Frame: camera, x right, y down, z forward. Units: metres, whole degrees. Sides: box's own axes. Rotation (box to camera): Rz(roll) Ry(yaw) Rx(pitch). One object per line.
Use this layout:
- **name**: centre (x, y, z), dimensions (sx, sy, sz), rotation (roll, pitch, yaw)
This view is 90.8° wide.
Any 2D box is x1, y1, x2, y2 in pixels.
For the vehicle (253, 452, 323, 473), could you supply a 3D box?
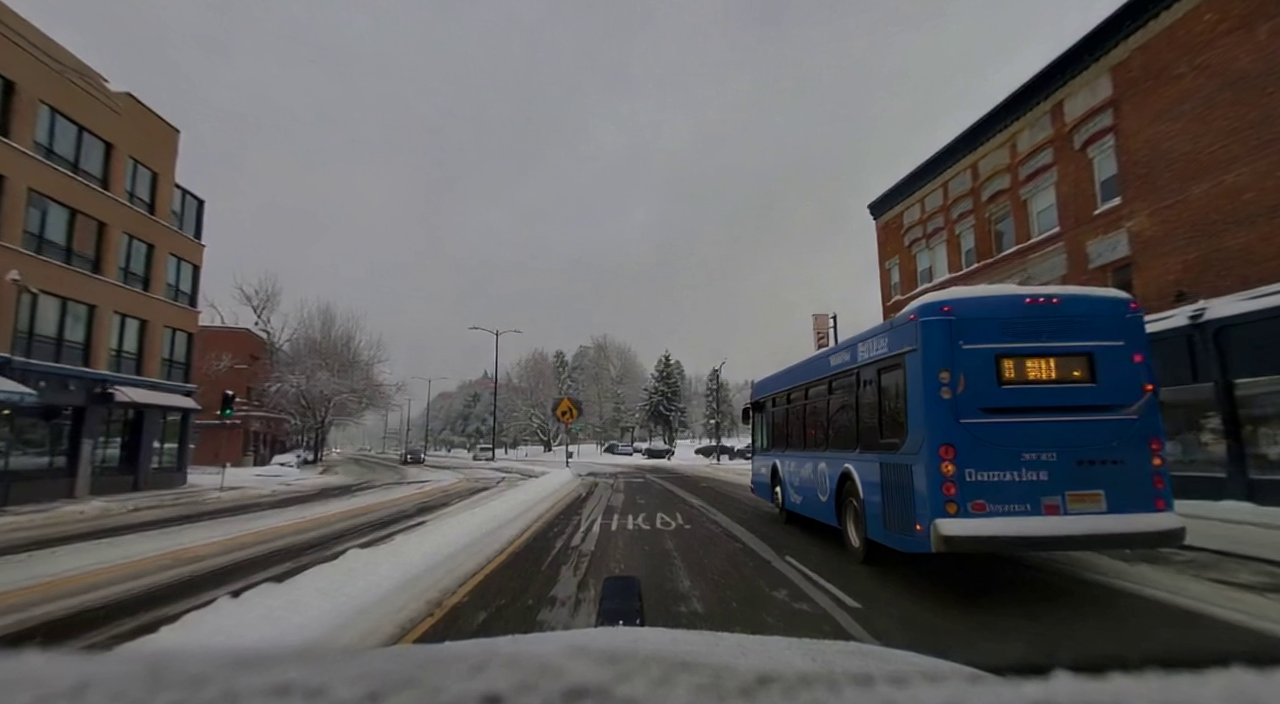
- **vehicle**: centre (-27.622, 8.680, 49.620), dimensions (4.384, 1.500, 1.864), rotation (7, -11, -41)

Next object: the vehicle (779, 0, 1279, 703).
- **vehicle**: centre (3.812, 0.135, 2.859), dimensions (3.194, 3.345, 12.428), rotation (0, -8, -2)
